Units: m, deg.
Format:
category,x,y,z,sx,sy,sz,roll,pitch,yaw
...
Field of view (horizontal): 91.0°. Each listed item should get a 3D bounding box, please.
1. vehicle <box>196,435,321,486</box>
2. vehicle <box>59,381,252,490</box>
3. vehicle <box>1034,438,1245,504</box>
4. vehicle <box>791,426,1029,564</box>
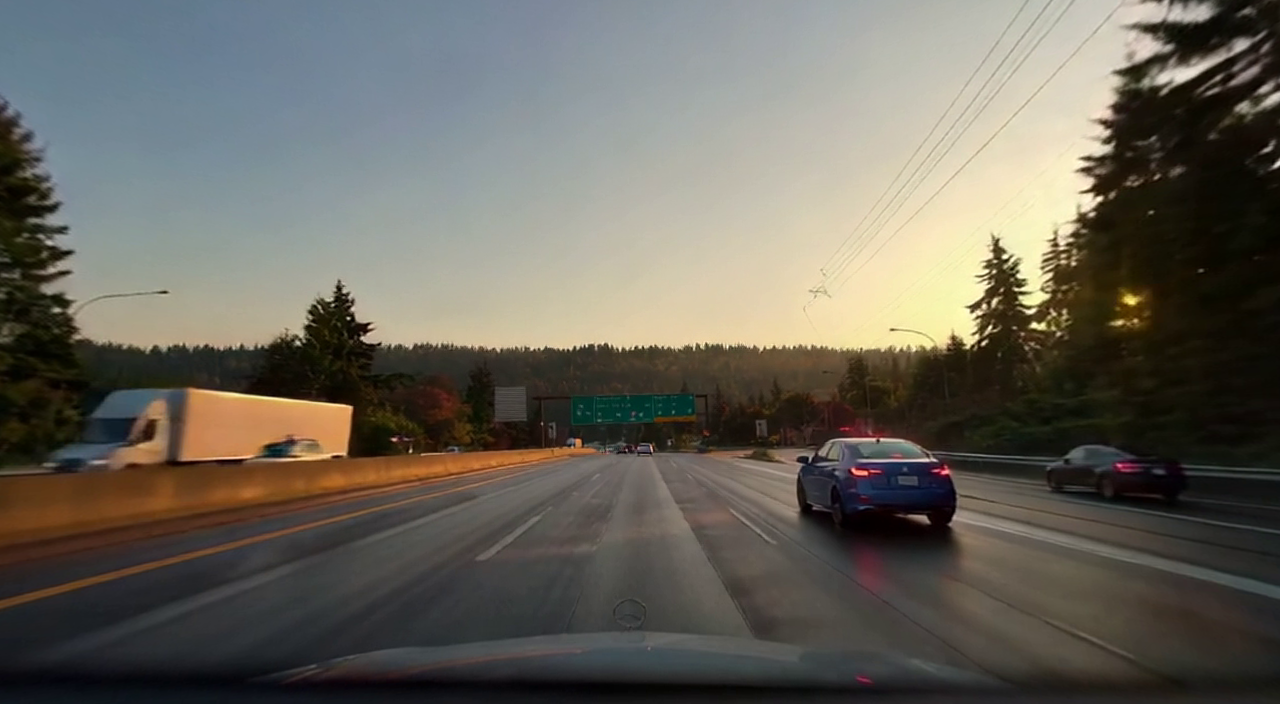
category,x,y,z,sx,sy,sz,roll,pitch,yaw
vehicle,-15.344,4.347,25.686,2.058,1.871,4.726,0,-8,0
vehicle,-19.447,3.449,25.875,2.999,3.957,5.931,0,-8,0
vehicle,12.611,2.999,16.405,2.002,1.445,4.637,-1,-8,5
vehicle,3.662,1.970,9.456,1.909,1.599,3.943,0,-8,2
